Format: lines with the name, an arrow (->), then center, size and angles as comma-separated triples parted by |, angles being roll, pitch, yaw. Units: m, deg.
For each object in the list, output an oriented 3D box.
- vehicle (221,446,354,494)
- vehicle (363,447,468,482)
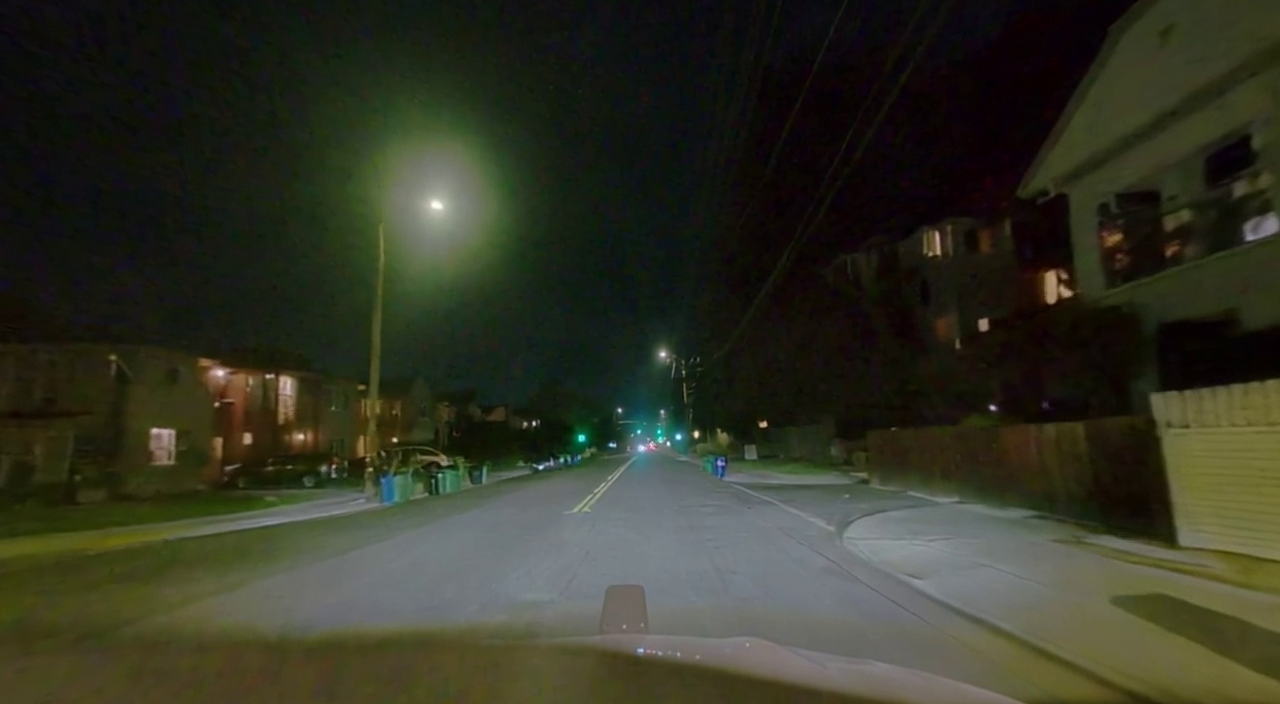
vehicle -> -15.752, 5.265, 28.252 | 4.903, 1.566, 2.215 | -7, -8, 9
vehicle -> -10.258, 5.092, 28.826 | 4.293, 1.484, 1.981 | 3, -9, -23
